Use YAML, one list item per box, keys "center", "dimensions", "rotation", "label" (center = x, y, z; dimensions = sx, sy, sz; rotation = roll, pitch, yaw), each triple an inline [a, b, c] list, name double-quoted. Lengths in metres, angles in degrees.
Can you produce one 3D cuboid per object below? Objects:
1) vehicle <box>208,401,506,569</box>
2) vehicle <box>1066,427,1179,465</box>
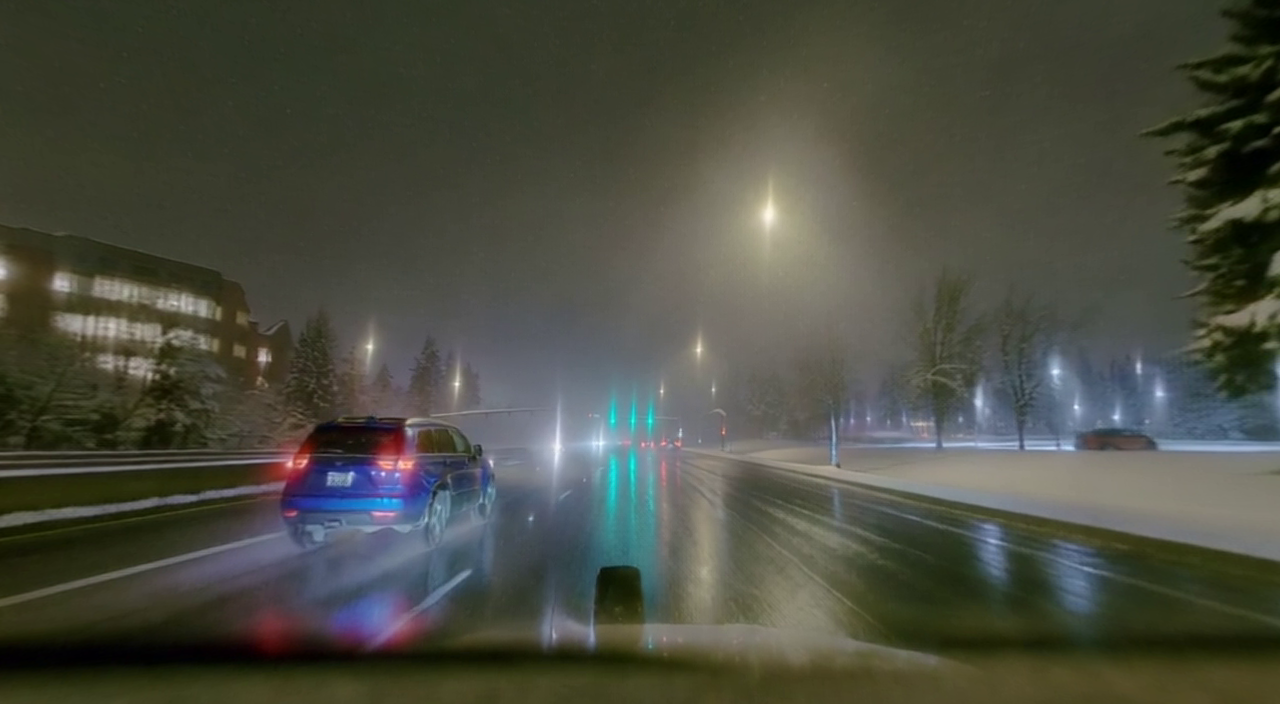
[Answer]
- center: [-3.410, 1.714, 8.816]
  dimensions: [2.033, 1.713, 4.503]
  rotation: [0, -9, 0]
  label: "vehicle"
- center: [23.260, 4.504, 30.430]
  dimensions: [4.000, 1.458, 1.640]
  rotation: [-4, -7, 0]
  label: "vehicle"
